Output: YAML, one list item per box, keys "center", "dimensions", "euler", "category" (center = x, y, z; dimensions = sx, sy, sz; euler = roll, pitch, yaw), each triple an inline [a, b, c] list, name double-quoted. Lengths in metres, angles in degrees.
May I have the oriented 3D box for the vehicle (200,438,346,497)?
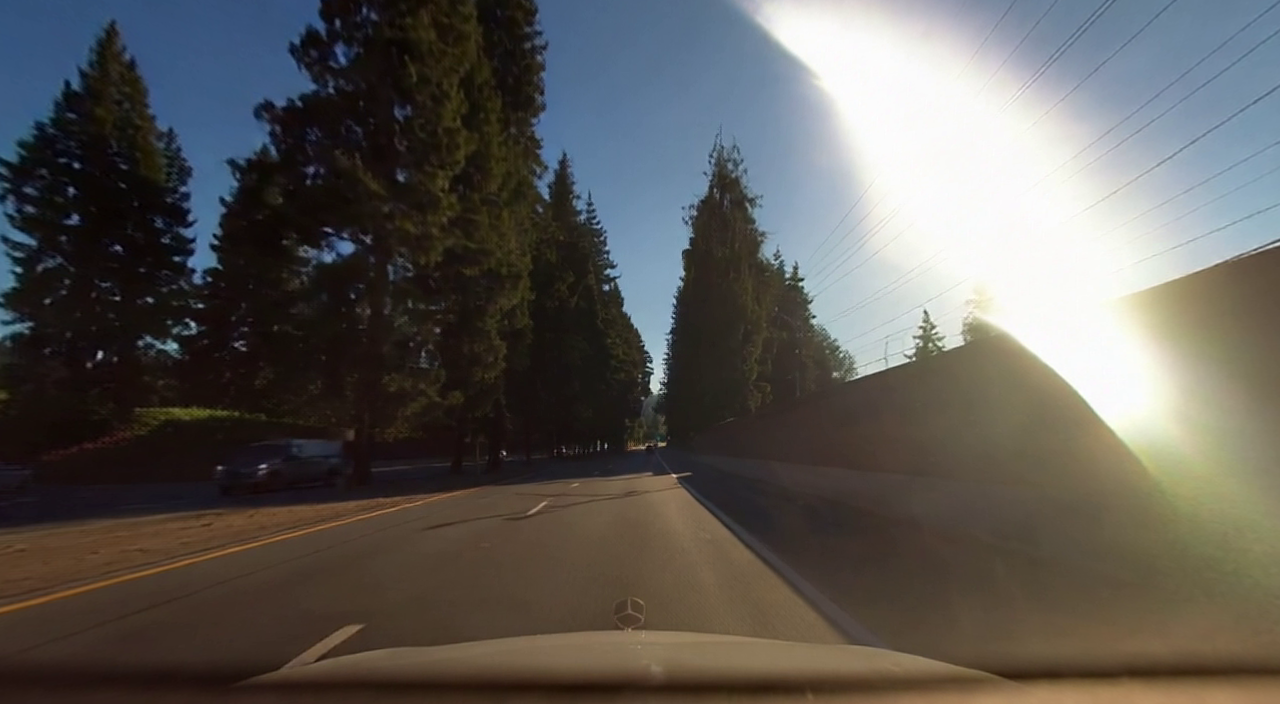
- center: [-14.826, 4.685, 26.106]
  dimensions: [2.368, 2.104, 6.159]
  euler: [0, -8, 0]
  category: "vehicle"
